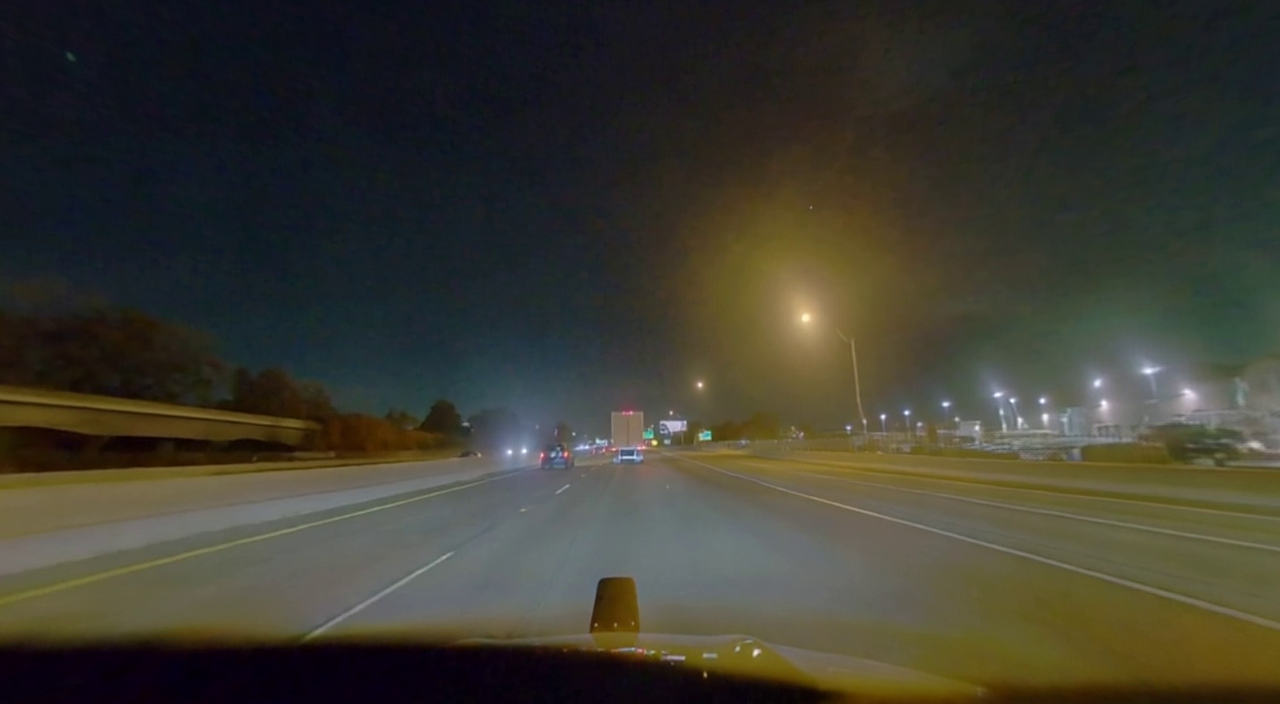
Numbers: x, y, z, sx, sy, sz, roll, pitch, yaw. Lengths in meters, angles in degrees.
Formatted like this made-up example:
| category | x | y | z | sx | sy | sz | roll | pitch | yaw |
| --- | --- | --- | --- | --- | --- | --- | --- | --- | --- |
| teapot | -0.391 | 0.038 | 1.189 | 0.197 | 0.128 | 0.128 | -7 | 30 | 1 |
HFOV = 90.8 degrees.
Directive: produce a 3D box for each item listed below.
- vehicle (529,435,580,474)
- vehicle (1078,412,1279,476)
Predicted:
| category | x | y | z | sx | sy | sz | roll | pitch | yaw |
| --- | --- | --- | --- | --- | --- | --- | --- | --- | --- |
| vehicle | -4.564 | 5.558 | 34.411 | 2.095 | 1.930 | 4.680 | 0 | -8 | 0 |
| vehicle | 37.181 | 6.403 | 44.270 | 2.828 | 3.959 | 9.966 | 4 | -9 | -33 |
